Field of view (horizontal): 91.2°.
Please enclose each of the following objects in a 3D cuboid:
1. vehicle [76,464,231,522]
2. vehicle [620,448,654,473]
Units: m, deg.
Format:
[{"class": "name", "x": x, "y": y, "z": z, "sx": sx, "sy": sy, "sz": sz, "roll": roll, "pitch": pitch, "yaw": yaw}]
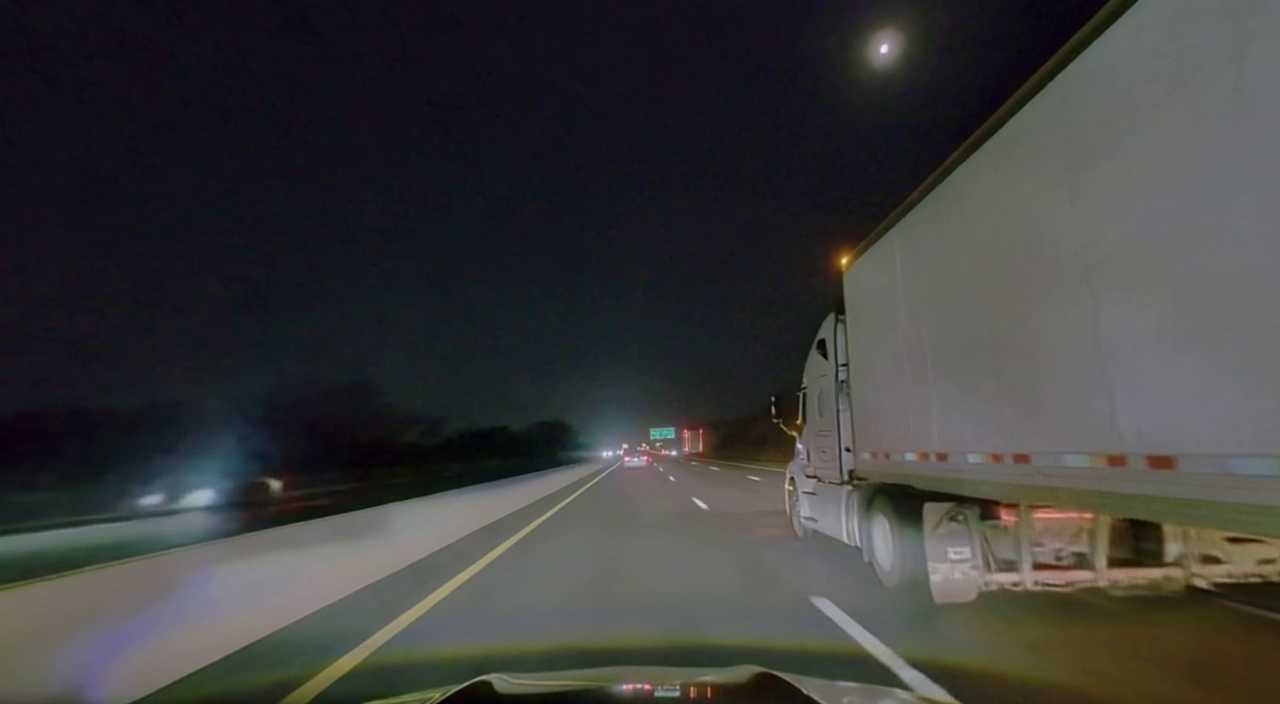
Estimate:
[{"class": "vehicle", "x": -15.614, "y": 4.503, "z": 20.435, "sx": 1.778, "sy": 1.574, "sz": 4.009, "roll": 0, "pitch": -9, "yaw": 0}, {"class": "vehicle", "x": -0.218, "y": 6.884, "z": 39.989, "sx": 2.083, "sy": 1.473, "sz": 3.923, "roll": 0, "pitch": -9, "yaw": -1}]
